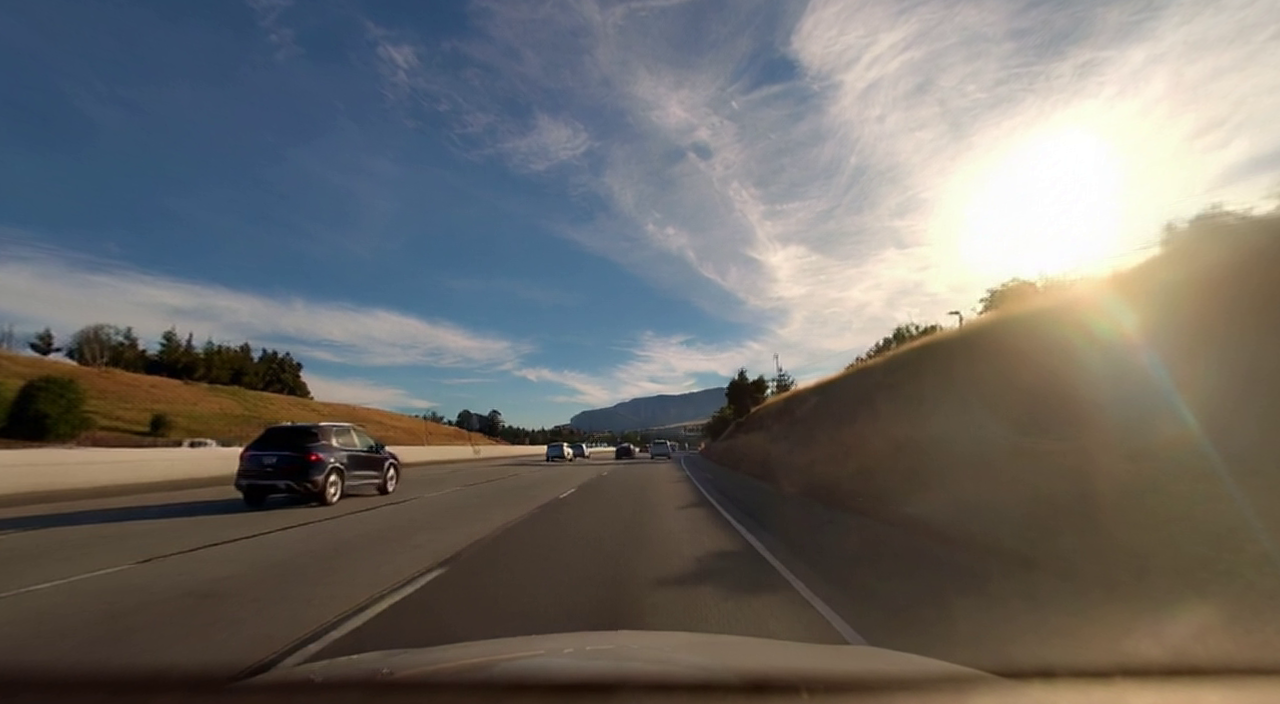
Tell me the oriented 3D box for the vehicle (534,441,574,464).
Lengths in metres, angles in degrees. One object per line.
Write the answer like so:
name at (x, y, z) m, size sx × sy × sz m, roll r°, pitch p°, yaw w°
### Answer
vehicle at (-6.132, 7.210, 45.381) m, size 1.986 × 1.534 × 4.255 m, roll 0°, pitch -8°, yaw 3°

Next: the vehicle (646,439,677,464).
vehicle at (1.609, 7.267, 46.078) m, size 2.141 × 1.706 × 4.065 m, roll 0°, pitch -8°, yaw 3°

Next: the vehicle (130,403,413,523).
vehicle at (-7.110, 2.233, 13.256) m, size 2.438 × 1.967 × 5.596 m, roll 0°, pitch -8°, yaw 1°
